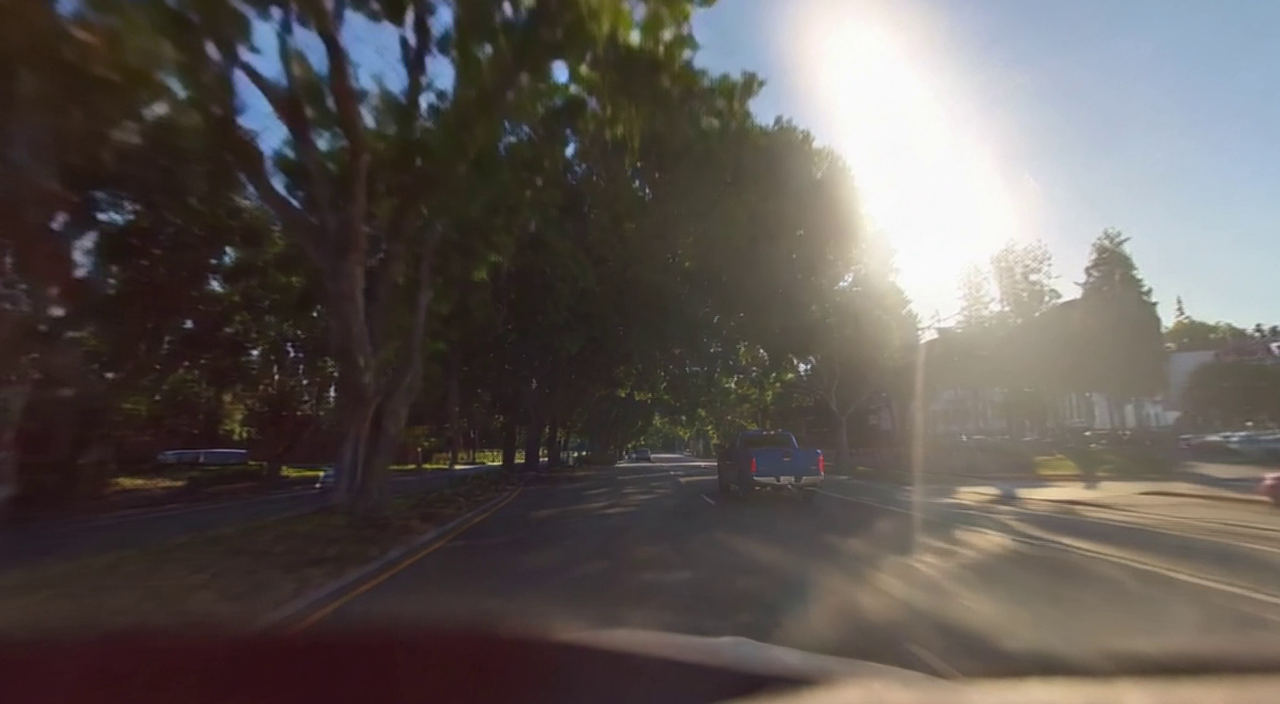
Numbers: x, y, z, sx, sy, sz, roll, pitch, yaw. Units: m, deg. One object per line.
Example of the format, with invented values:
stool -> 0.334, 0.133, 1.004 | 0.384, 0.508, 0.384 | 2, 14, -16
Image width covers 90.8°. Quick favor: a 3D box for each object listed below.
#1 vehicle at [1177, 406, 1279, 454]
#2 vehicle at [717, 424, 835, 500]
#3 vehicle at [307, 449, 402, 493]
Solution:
vehicle -> 41.516, 5.342, 42.965 | 6.771, 3.099, 3.225 | 0, -9, 0
vehicle -> 3.667, 3.092, 18.201 | 2.138, 1.836, 5.245 | 0, -8, -1
vehicle -> -12.865, 5.335, 28.860 | 2.126, 1.800, 4.925 | 0, -8, -2
